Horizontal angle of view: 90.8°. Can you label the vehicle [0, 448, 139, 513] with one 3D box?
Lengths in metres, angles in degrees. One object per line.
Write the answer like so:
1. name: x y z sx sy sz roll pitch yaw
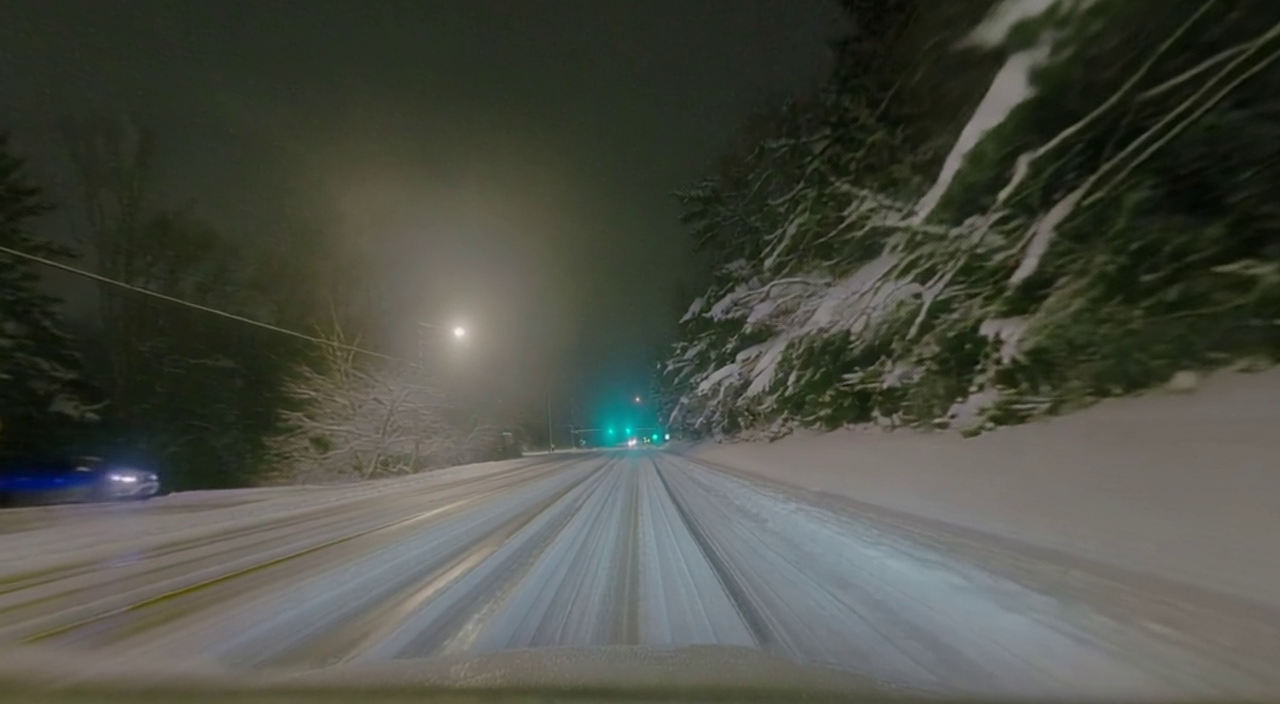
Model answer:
1. vehicle: -20.549 4.469 21.896 4.655 1.832 2.227 -5 -7 2
